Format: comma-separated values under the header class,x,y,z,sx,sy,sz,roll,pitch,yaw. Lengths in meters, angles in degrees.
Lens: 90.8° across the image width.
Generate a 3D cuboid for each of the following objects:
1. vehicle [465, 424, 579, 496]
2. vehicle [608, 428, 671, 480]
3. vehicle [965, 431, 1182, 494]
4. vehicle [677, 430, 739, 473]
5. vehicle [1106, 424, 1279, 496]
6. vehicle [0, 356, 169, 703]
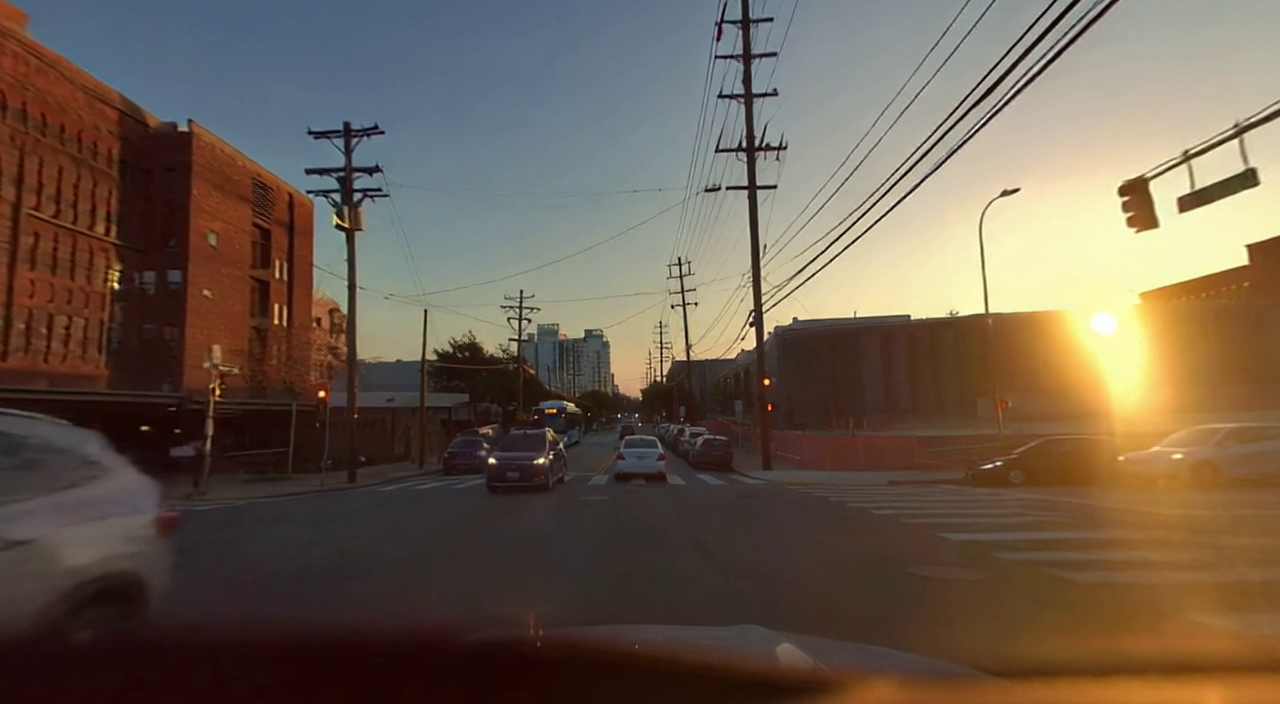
class,x,y,z,sx,sy,sz,roll,pitch,yaw
vehicle,-3.483,3.372,20.150,2.474,1.926,5.823,0,-8,0
vehicle,-0.054,3.837,23.927,2.190,1.783,4.048,0,-8,-1
vehicle,12.044,3.074,17.823,4.576,1.650,1.980,0,-8,2
vehicle,2.922,4.418,28.144,2.171,1.751,4.373,0,-9,-1
vehicle,14.228,2.493,14.711,5.045,1.527,2.107,0,-8,-1
vehicle,-3.284,0.663,0.960,2.055,1.660,3.954,0,-8,-1
